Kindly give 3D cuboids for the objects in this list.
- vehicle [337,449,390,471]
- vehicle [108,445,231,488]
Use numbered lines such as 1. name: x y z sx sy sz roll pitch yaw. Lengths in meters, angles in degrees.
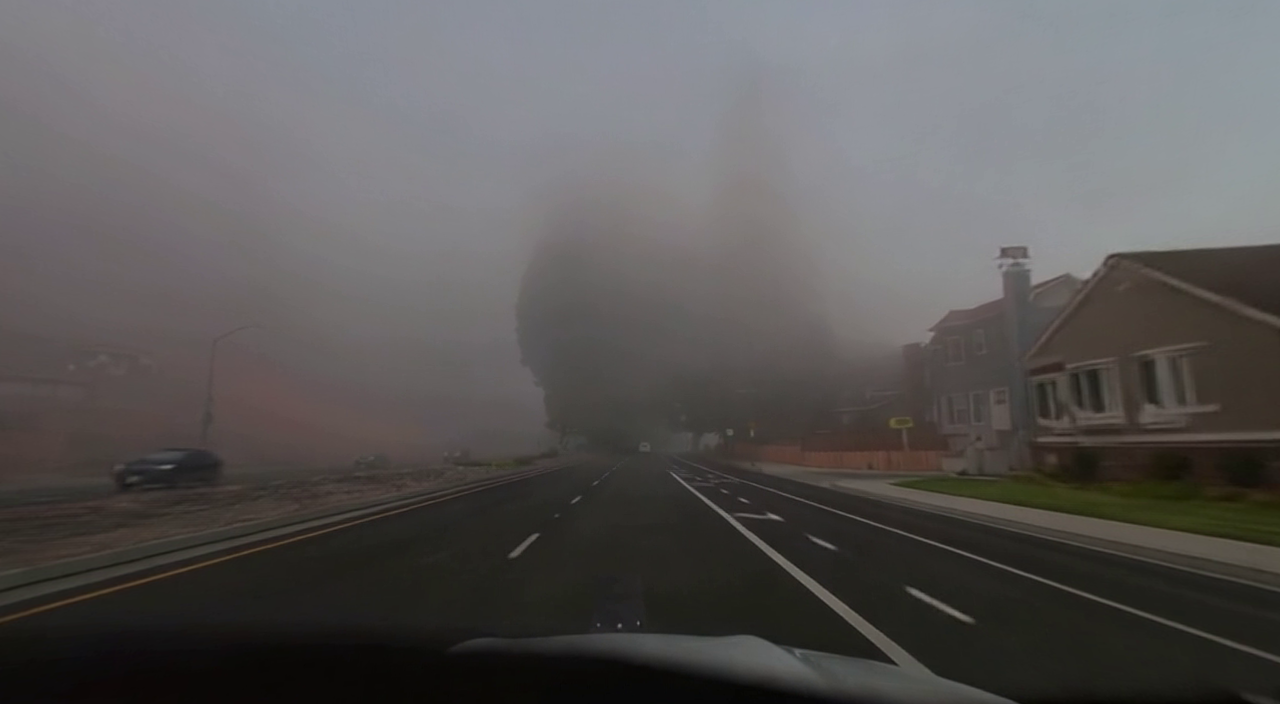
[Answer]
1. vehicle: -20.182 7.880 46.337 1.834 1.464 4.490 0 -8 0
2. vehicle: -20.211 4.907 27.446 1.887 1.664 4.491 -1 -8 0
